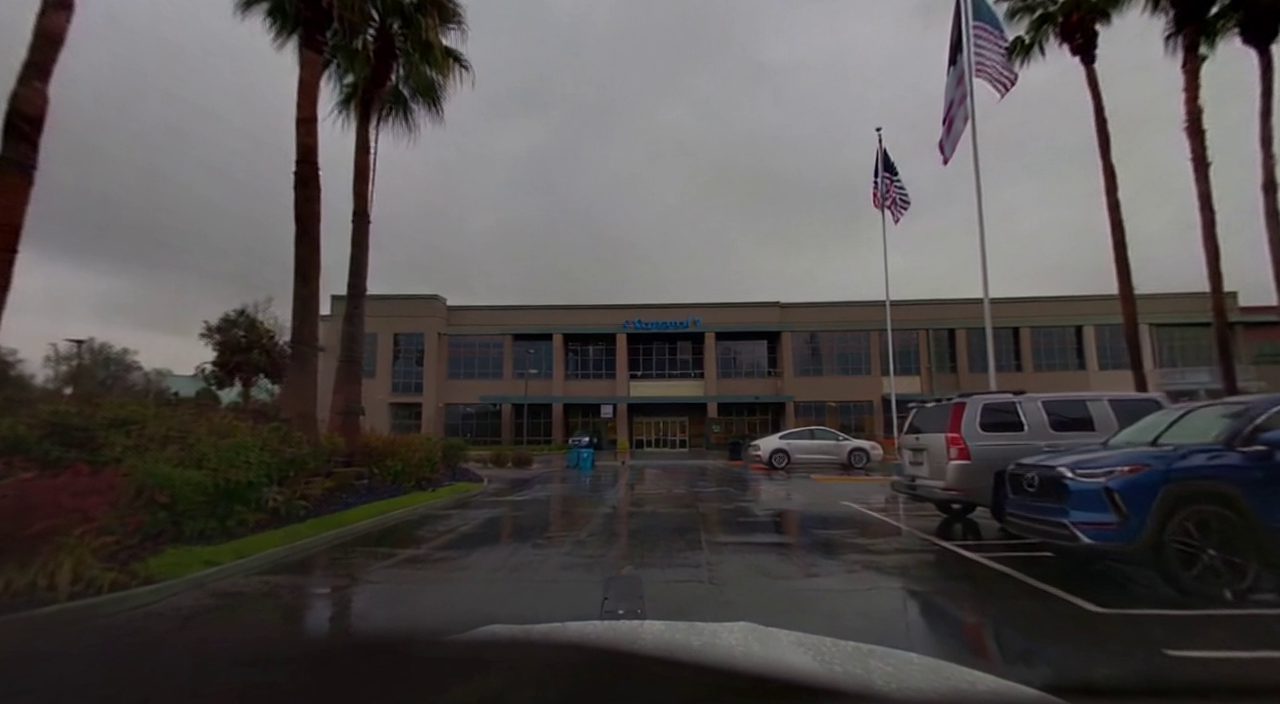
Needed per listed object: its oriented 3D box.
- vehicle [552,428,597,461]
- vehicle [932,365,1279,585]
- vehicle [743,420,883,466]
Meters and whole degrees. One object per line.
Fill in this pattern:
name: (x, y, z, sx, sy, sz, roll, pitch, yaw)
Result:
vehicle: (-4.143, 5.881, 40.308, 1.943, 1.890, 4.472, 1, -7, 6)
vehicle: (5.541, 1.097, 5.934, 4.567, 1.723, 1.926, -1, -9, 4)
vehicle: (6.958, 3.763, 25.856, 5.254, 1.793, 1.998, -1, -9, 8)
